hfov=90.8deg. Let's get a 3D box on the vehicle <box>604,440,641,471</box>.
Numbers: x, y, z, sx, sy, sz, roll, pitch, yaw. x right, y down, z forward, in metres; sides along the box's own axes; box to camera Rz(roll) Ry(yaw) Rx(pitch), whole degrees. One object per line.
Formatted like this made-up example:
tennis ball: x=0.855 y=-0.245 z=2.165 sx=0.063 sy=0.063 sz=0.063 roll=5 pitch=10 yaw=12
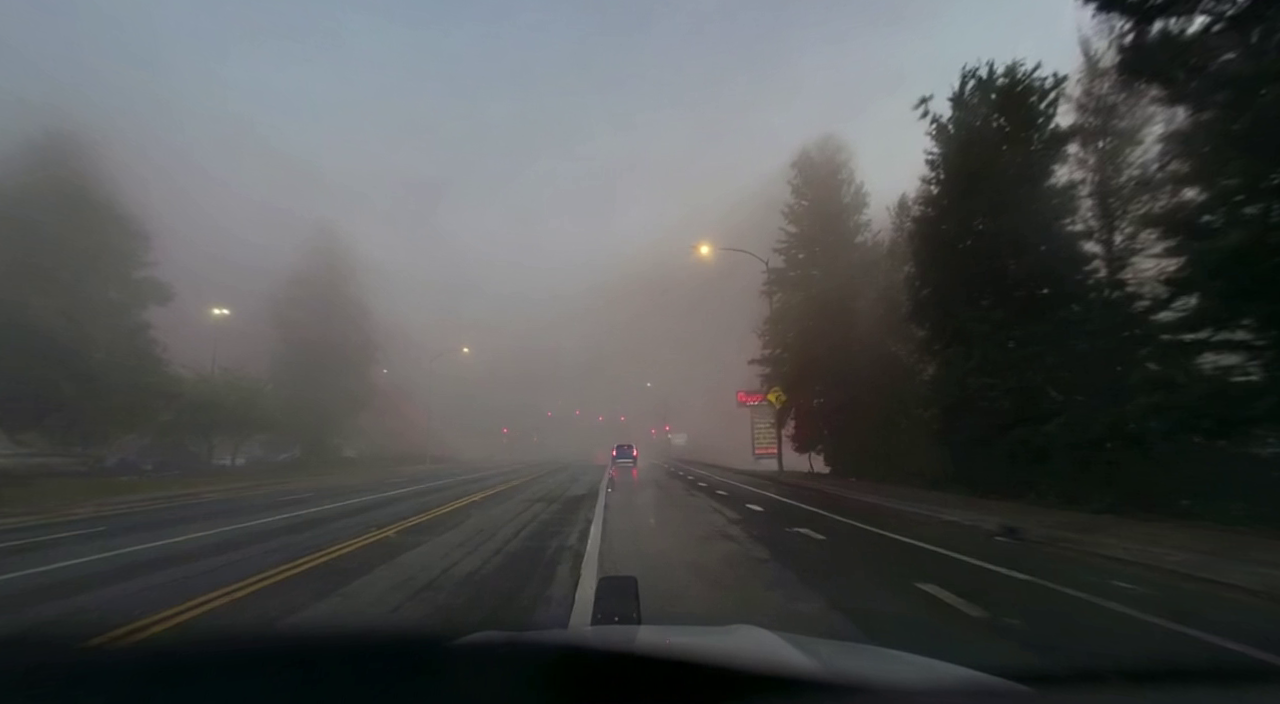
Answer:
vehicle: x=-0.961 y=5.916 z=36.372 sx=2.024 sy=1.628 sz=4.774 roll=0 pitch=-8 yaw=-1
